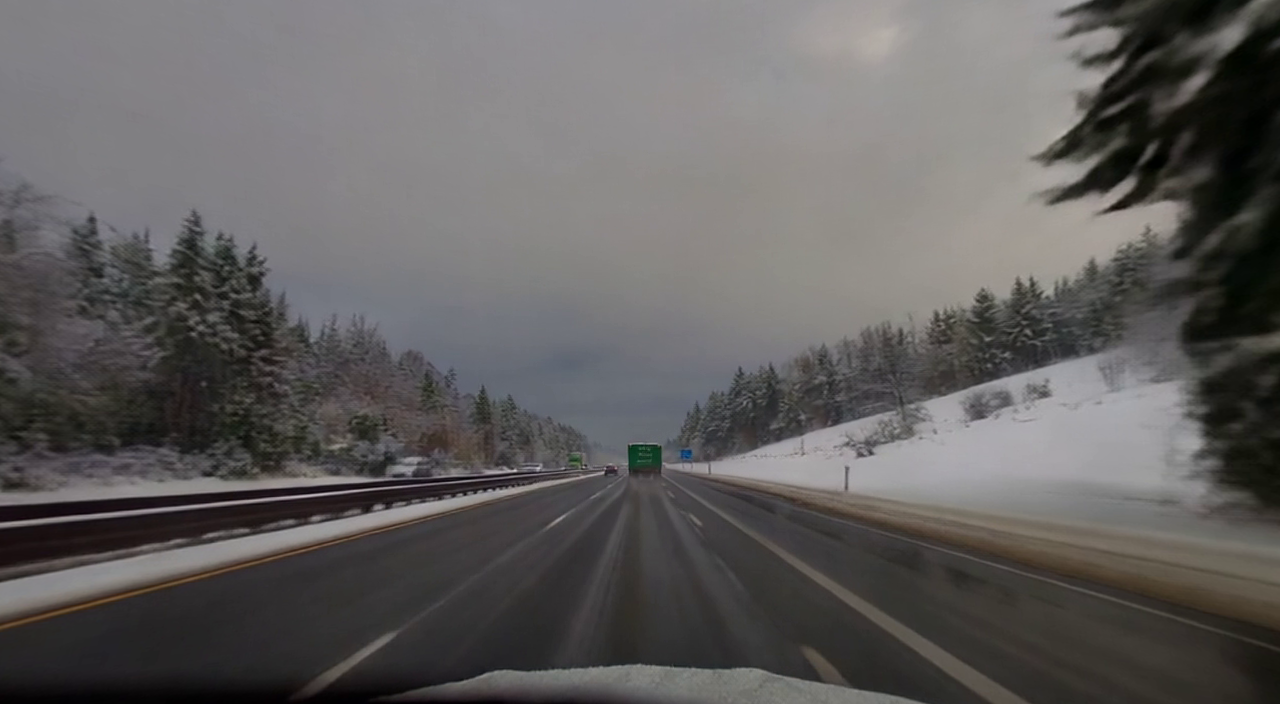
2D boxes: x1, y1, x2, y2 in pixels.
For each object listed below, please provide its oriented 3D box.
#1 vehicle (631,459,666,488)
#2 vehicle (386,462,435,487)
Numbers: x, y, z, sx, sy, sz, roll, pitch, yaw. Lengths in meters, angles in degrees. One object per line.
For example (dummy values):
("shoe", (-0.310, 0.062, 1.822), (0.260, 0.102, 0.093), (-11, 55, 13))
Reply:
("vehicle", (0.473, 7.463, 38.838), (2.048, 1.663, 4.377), (1, -10, 0))
("vehicle", (-15.838, 8.478, 43.677), (1.823, 1.554, 3.847), (0, -10, 2))
